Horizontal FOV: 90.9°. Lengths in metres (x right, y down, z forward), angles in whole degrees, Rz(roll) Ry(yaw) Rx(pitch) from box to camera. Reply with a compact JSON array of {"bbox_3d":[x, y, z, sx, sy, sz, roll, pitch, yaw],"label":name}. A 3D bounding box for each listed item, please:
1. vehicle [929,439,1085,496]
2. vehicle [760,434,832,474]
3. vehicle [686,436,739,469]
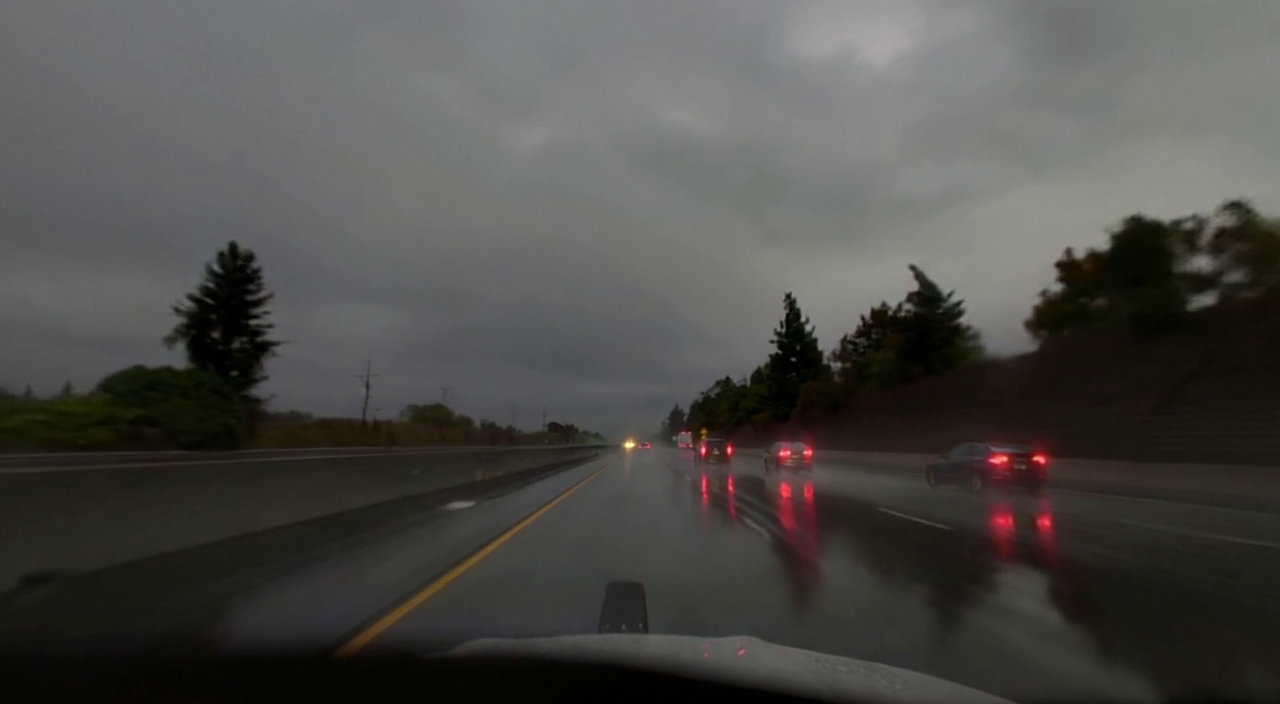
[{"bbox_3d":[10.698,3.367,18.871,1.970,1.479,4.480,0,-8,0],"label":"vehicle"},{"bbox_3d":[7.238,4.795,29.833,2.178,1.749,4.570,0,-8,-1],"label":"vehicle"},{"bbox_3d":[3.824,5.392,33.928,2.326,1.644,4.206,0,-8,-1],"label":"vehicle"}]
